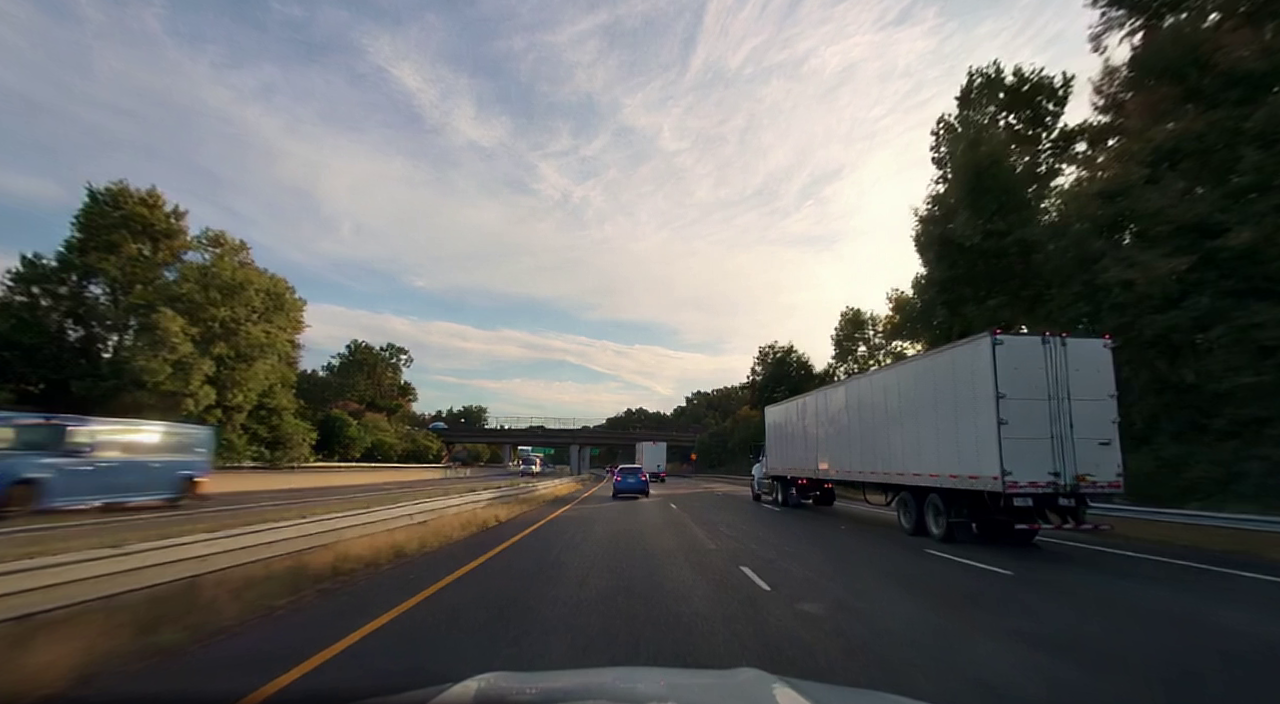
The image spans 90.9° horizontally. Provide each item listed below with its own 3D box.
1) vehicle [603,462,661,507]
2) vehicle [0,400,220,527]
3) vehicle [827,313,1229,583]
[{"bbox_3d":[-0.320,5.105,24.458,2.067,1.552,3.601,1,-11,-1],"label":"vehicle"},{"bbox_3d":[-9.211,1.712,9.656,2.069,1.588,5.111,1,-11,-1],"label":"vehicle"},{"bbox_3d":[6.483,2.006,12.744,2.839,3.684,8.091,1,-10,0],"label":"vehicle"}]
